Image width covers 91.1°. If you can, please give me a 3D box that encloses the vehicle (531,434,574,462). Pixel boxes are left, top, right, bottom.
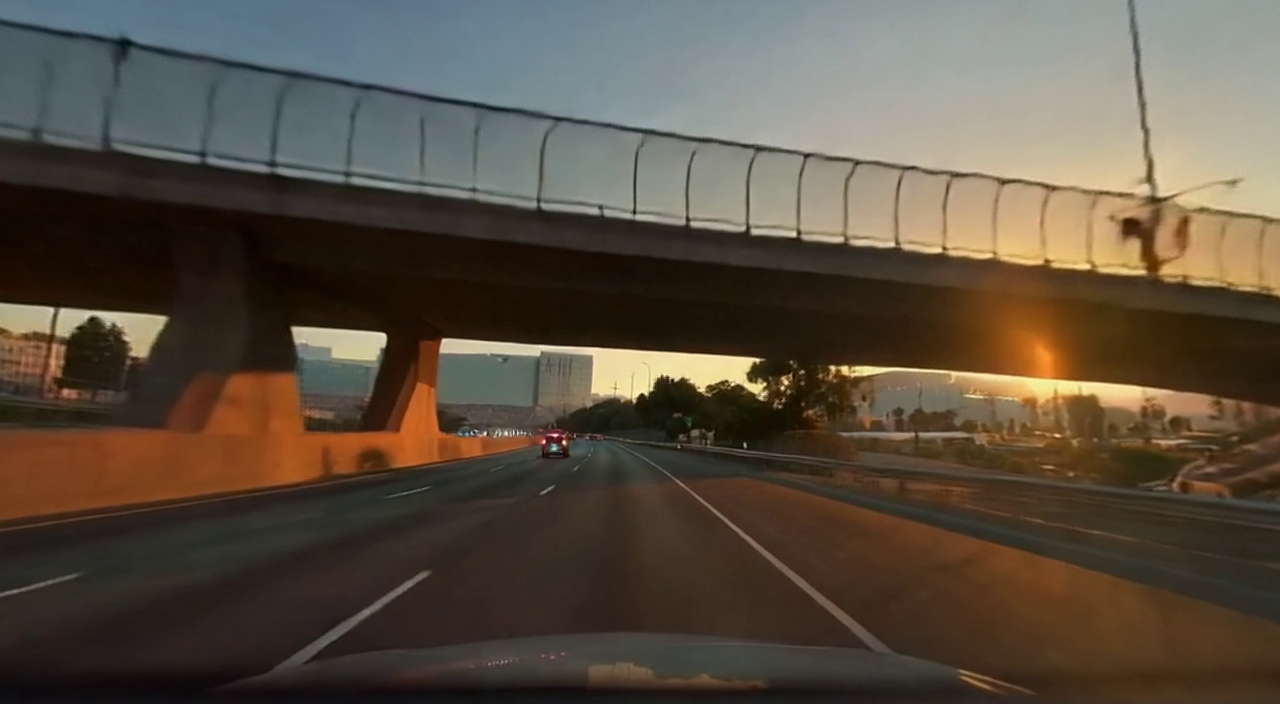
[{"bbox_3d":[-5.419,6.000,39.558,2.123,1.601,4.887,0,-8,-1],"label":"vehicle"}]
